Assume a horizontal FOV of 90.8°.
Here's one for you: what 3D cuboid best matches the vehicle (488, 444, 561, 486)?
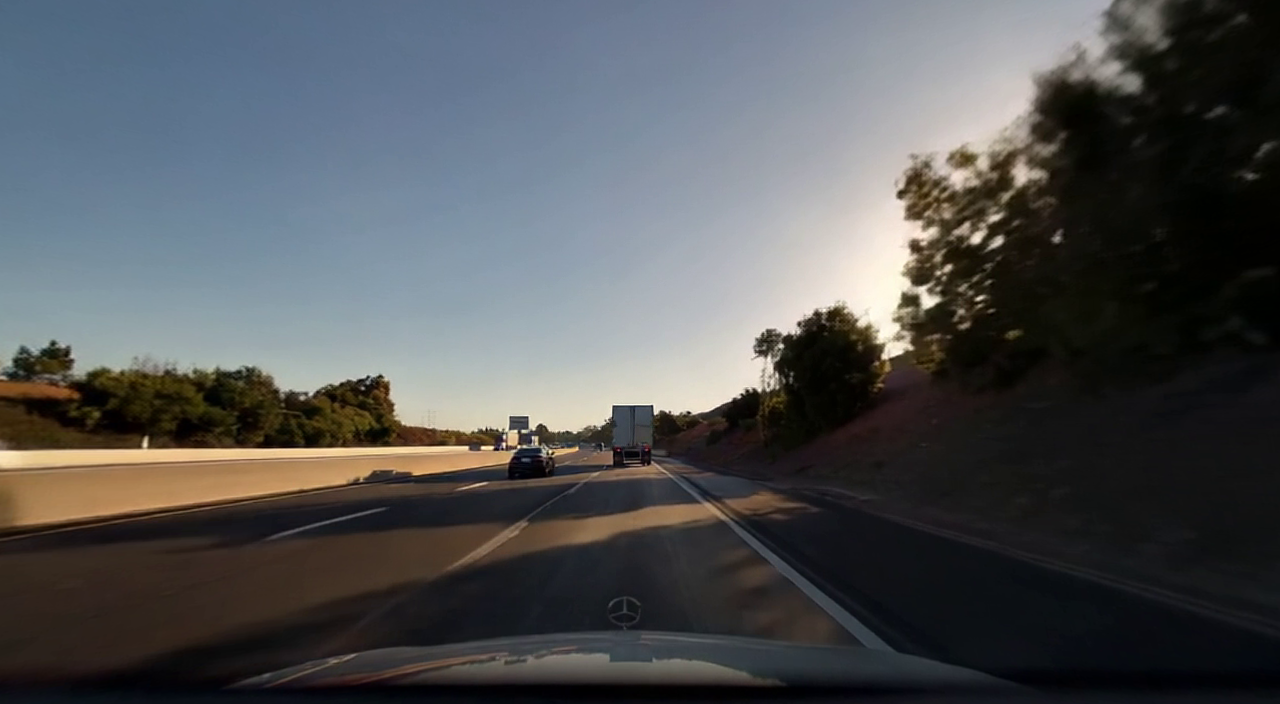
[{"bbox_3d":[-4.423,4.389,24.922,1.892,1.471,5.047,0,-9,0],"label":"vehicle"}]
